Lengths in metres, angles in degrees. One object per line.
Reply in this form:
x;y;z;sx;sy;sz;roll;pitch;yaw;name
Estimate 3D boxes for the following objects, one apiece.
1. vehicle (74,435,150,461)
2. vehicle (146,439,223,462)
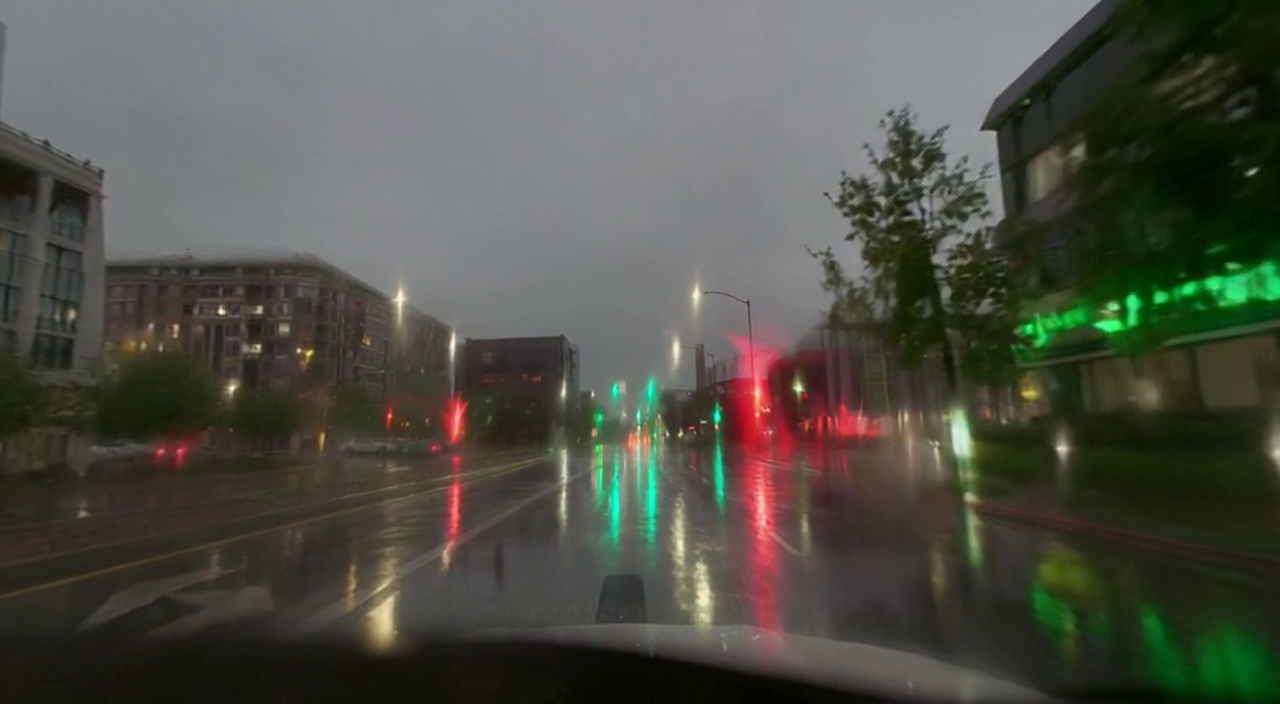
-37.293;6.744;44.588;1.873;1.657;4.087;-3;-7;-1;vehicle
-32.021;6.937;44.454;1.852;1.485;4.683;0;-8;1;vehicle
